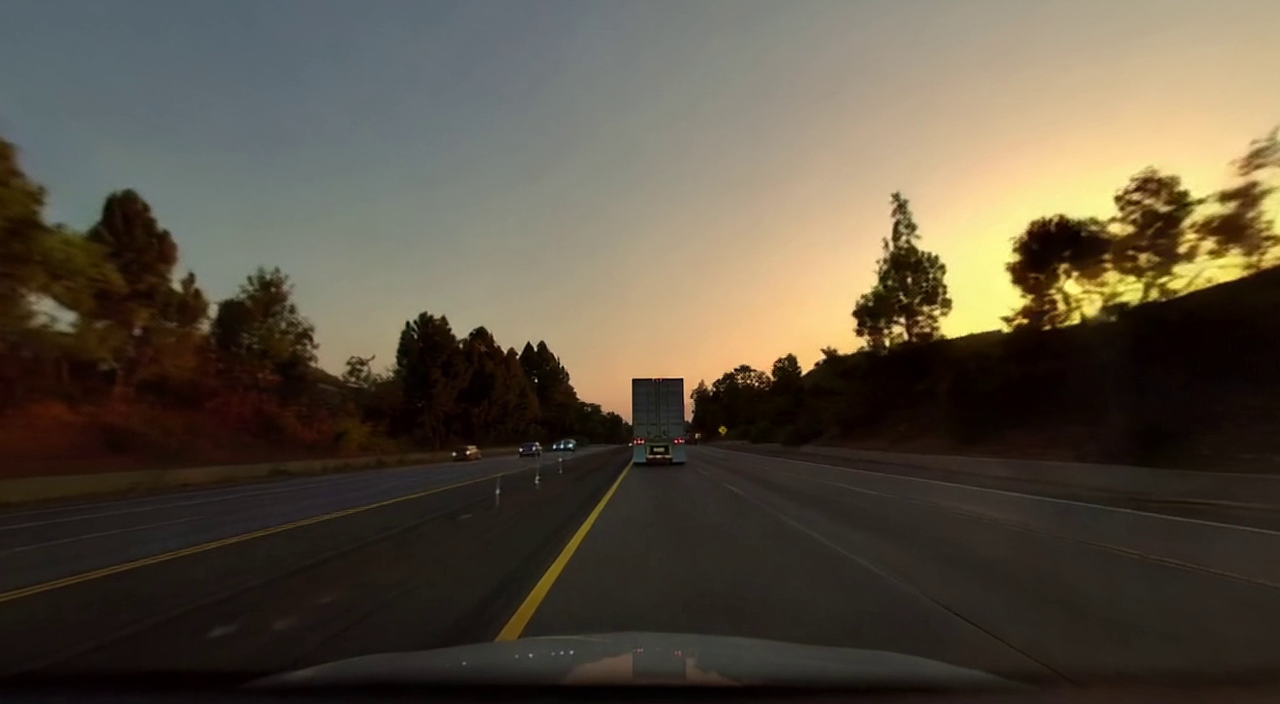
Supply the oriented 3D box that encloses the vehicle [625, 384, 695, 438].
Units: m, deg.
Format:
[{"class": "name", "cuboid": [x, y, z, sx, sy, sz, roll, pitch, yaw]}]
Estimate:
[{"class": "vehicle", "cuboid": [0.660, 2.459, 25.244, 2.509, 1.890, 4.732, 0, -8, -2]}]
